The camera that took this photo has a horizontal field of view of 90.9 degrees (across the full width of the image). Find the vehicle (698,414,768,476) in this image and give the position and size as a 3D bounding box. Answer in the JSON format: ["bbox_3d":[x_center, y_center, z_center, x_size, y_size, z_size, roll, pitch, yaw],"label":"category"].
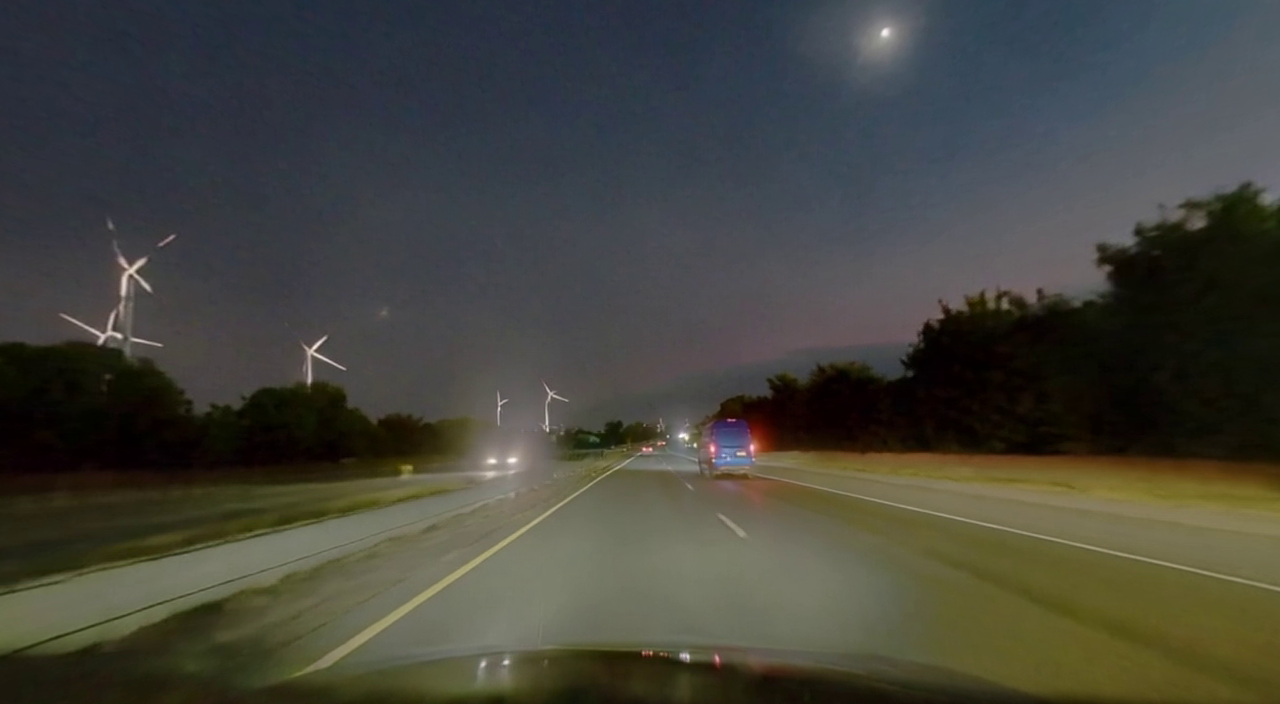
[{"bbox_3d":[4.359,4.545,30.718,2.437,2.735,5.507,0,-9,-1],"label":"vehicle"}]

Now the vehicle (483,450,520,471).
[{"bbox_3d":[-10.240,8.032,46.843,1.914,1.446,3.942,0,-9,-1],"label":"vehicle"}]
